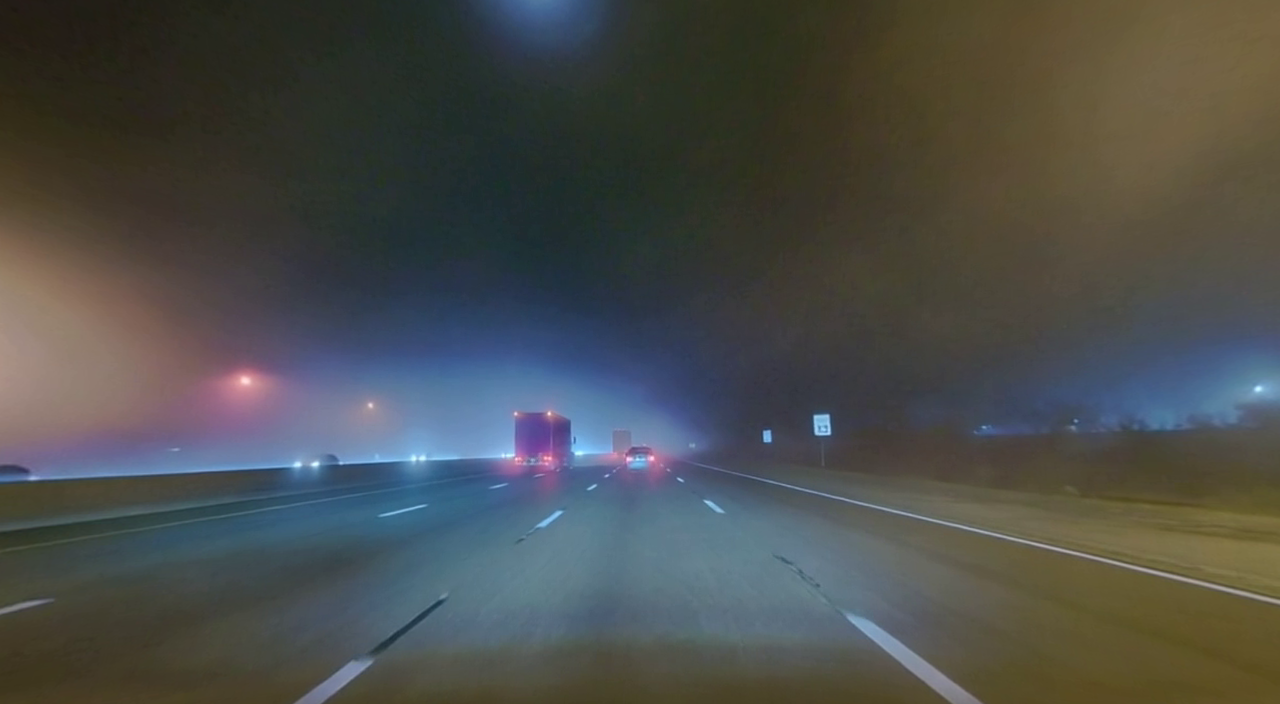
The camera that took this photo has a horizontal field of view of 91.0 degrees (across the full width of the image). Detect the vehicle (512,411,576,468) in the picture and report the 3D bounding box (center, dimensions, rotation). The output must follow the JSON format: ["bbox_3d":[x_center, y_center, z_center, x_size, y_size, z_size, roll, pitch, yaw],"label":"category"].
[{"bbox_3d":[-6.991,6.695,47.774,3.067,3.804,11.136,0,-9,0],"label":"vehicle"}]

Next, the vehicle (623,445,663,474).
[{"bbox_3d":[0.144,5.847,34.516,2.066,1.469,4.050,0,-9,-1],"label":"vehicle"}]
